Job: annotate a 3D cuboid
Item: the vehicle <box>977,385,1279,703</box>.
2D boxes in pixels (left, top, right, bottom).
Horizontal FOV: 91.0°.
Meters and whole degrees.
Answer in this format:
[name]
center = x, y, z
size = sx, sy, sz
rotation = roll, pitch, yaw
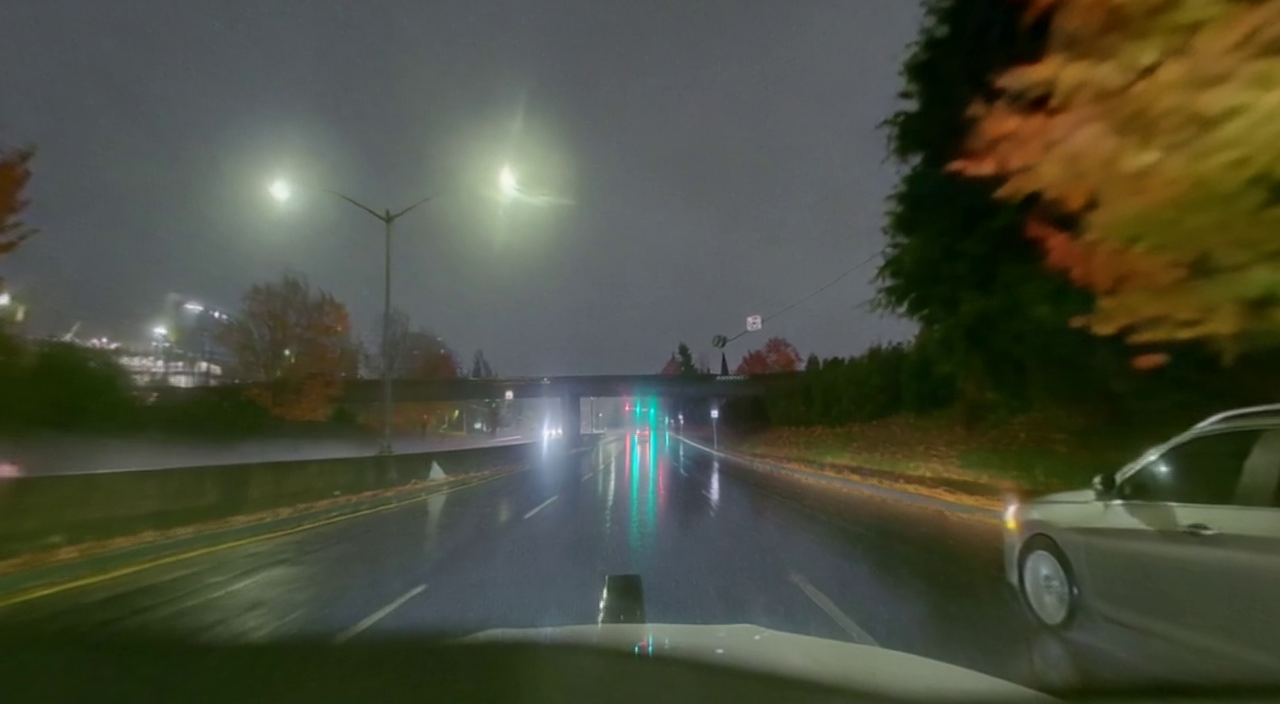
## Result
[vehicle]
center = 3.623, 0.907, 2.548
size = 2.063, 1.542, 4.420
rotation = 0, -9, 0
